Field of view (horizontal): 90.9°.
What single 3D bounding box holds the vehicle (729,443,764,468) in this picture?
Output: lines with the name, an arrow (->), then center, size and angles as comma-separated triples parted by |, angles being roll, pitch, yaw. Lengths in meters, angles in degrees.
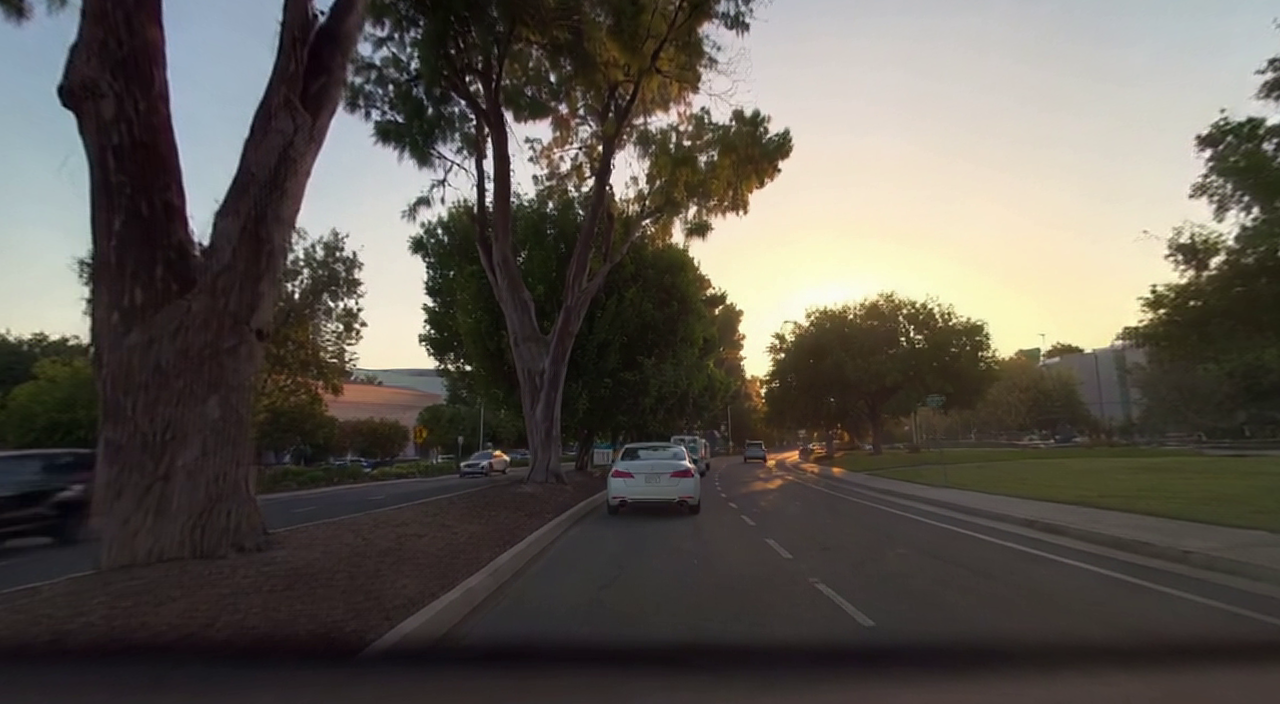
vehicle -> 6.717, 6.527, 40.089 | 1.984, 1.507, 4.359 | -1, -8, 7

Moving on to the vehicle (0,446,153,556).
vehicle -> -11.051, 2.448, 10.551 | 2.068, 1.688, 4.665 | 0, -8, 0

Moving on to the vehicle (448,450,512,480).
vehicle -> -8.806, 6.225, 35.120 | 1.909, 1.468, 4.597 | -1, -8, 7

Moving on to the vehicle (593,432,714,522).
vehicle -> 0.339, 2.543, 13.395 | 2.154, 1.585, 3.997 | -1, -8, 3
